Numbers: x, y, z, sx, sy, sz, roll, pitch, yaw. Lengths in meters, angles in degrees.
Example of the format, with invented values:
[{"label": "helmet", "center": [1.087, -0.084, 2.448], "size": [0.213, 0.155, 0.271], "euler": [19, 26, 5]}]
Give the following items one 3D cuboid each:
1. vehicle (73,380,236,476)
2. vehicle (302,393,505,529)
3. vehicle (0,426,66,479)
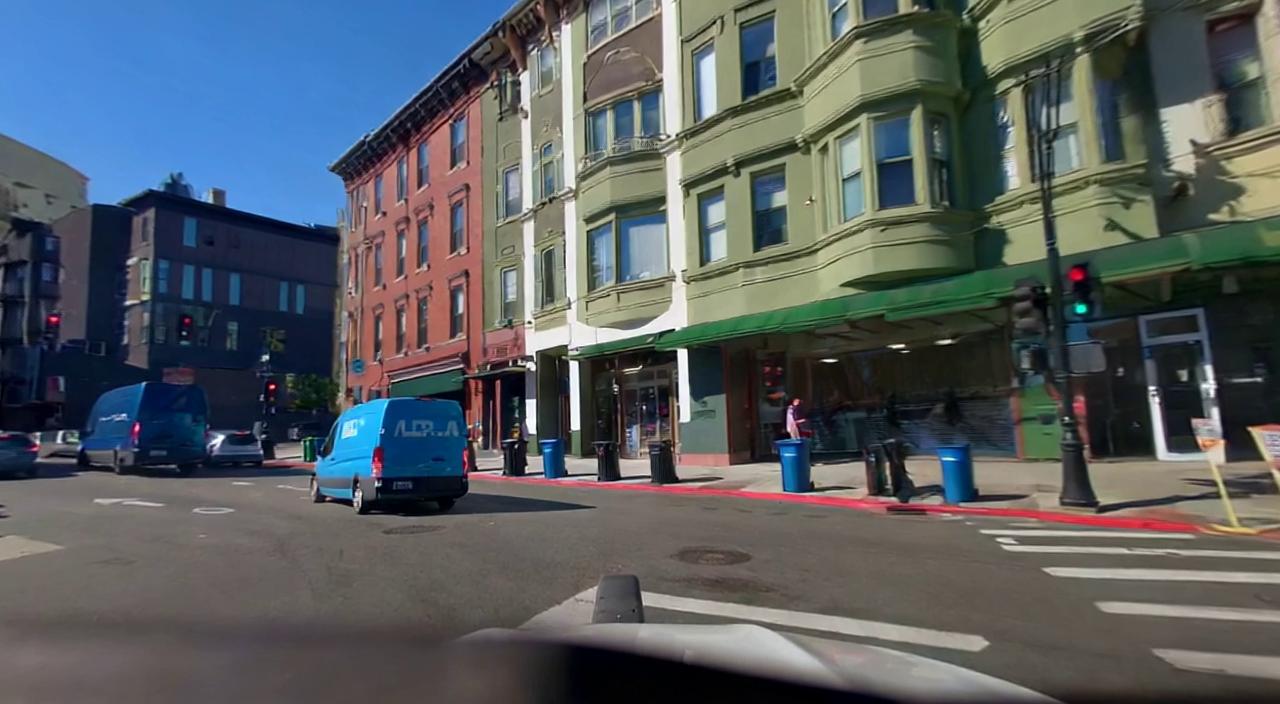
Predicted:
[{"label": "vehicle", "center": [-16.115, 2.542, 20.751], "size": [6.504, 2.703, 2.333], "euler": [-6, -10, 36]}, {"label": "vehicle", "center": [-4.340, 1.836, 11.177], "size": [1.951, 1.907, 4.266], "euler": [6, -10, -40]}, {"label": "vehicle", "center": [-18.926, 2.974, 18.820], "size": [3.426, 1.461, 1.841], "euler": [-6, -9, 36]}]
